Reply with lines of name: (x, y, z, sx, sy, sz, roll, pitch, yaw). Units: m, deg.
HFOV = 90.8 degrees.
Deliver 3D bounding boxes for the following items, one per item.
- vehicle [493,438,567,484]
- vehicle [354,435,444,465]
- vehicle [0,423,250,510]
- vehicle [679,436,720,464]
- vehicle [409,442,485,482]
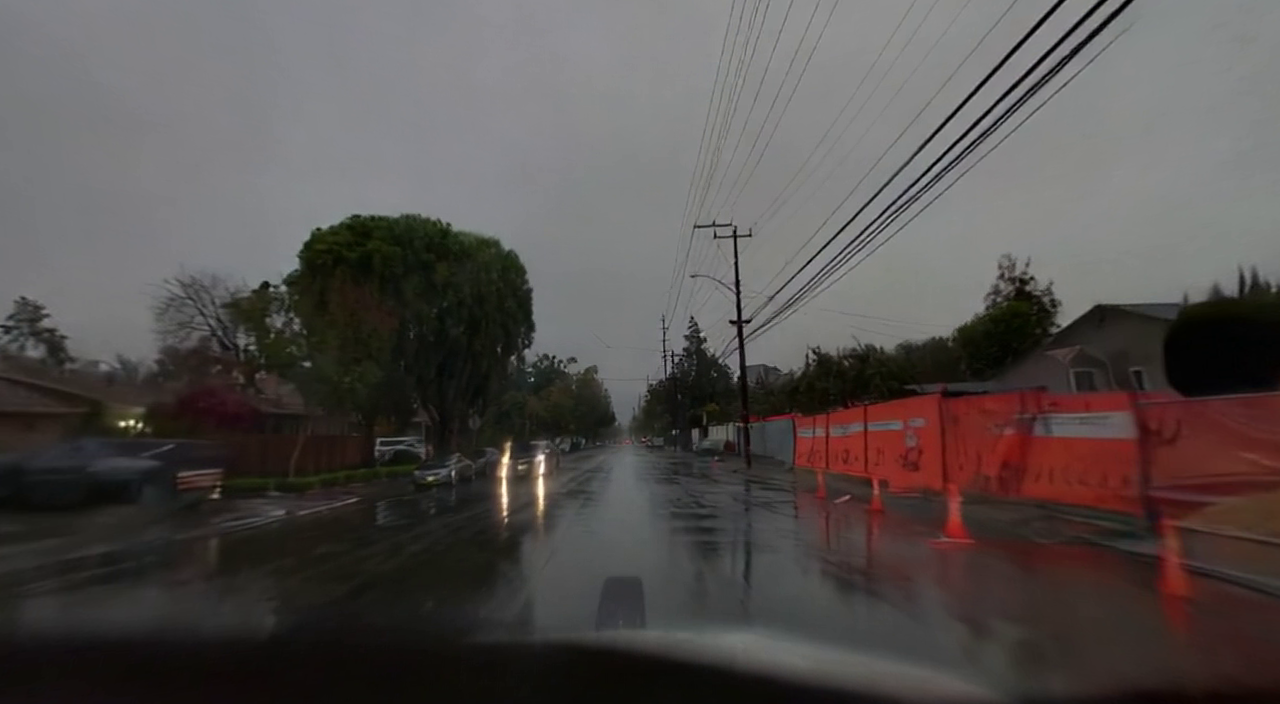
vehicle: (-4.254, 4.266, 25.063, 2.068, 1.543, 4.523, -3, -8, 0)
vehicle: (-15.308, 6.270, 40.332, 4.833, 1.831, 2.066, 0, -8, -1)
vehicle: (-12.316, 2.657, 14.874, 4.780, 1.867, 2.108, 0, -8, -3)
vehicle: (3.456, 5.761, 37.328, 1.902, 1.542, 4.099, 0, -8, -2)
vehicle: (-8.225, 4.720, 27.362, 2.041, 1.480, 4.474, -2, -9, -2)
